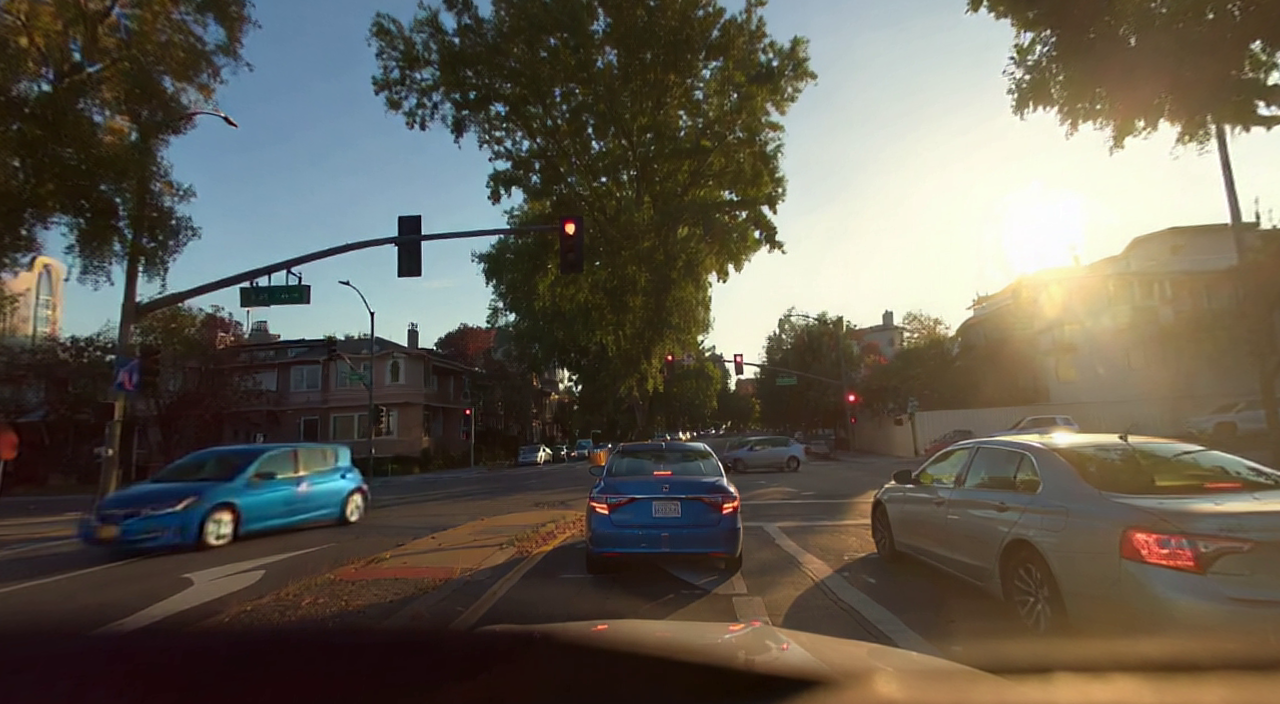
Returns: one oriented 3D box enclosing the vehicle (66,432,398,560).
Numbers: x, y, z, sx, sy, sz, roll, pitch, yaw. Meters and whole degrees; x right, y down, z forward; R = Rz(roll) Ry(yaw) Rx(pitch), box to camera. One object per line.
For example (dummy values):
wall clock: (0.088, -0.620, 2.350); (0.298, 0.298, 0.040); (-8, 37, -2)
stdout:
vehicle: (-6.599, 2.314, 11.045); (1.996, 1.705, 4.577); (-3, -9, 16)

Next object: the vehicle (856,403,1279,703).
vehicle: (3.661, 1.341, 5.446); (1.888, 1.486, 4.681); (0, -9, -1)

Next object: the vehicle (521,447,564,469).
vehicle: (-6.917, 7.581, 45.311); (2.093, 1.476, 4.278); (-1, -9, 4)

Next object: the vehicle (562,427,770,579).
vehicle: (0.298, 1.817, 8.331); (2.090, 1.505, 3.756); (-1, -9, 1)
